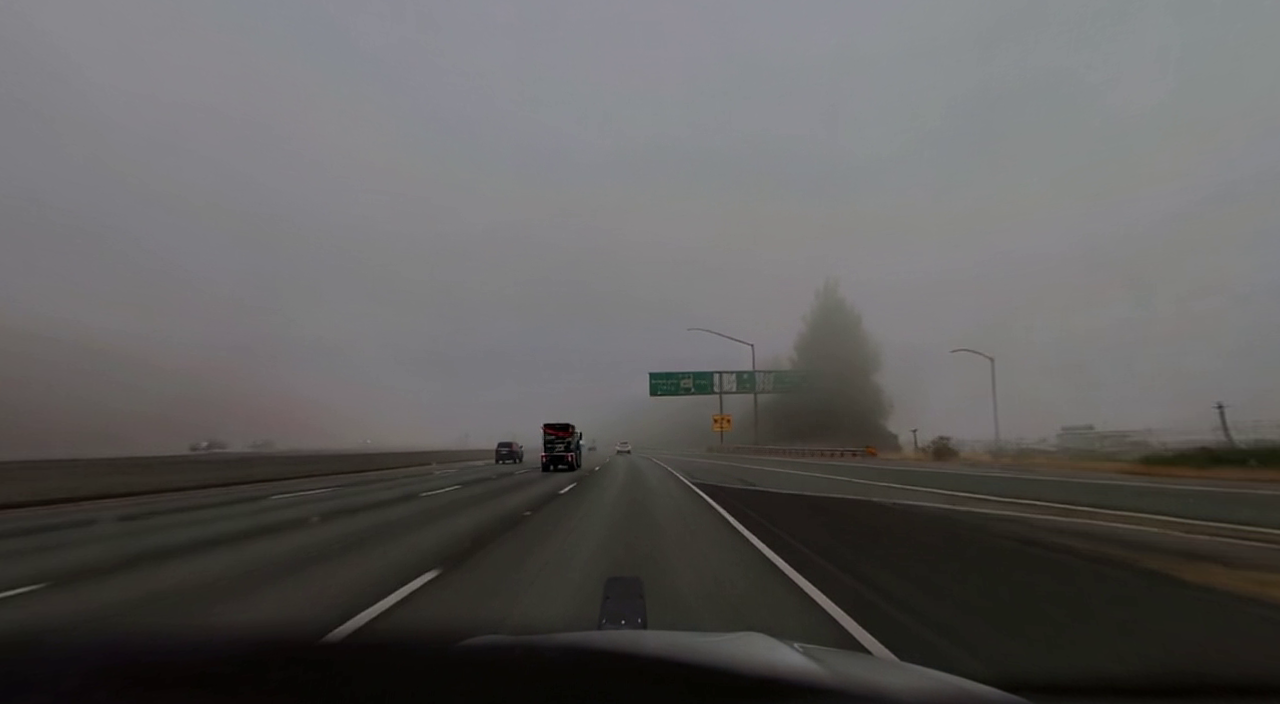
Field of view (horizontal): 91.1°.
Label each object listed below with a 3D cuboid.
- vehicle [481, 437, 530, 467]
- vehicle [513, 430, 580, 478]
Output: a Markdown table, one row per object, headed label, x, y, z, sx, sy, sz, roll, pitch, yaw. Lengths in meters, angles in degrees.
| label | x | y | z | sx | sy | sz | roll | pitch | yaw |
| --- | --- | --- | --- | --- | --- | --- | --- | --- | --- |
| vehicle | -8.256 | 6.183 | 39.085 | 2.078 | 1.729 | 4.722 | 0 | -9 | -1 |
| vehicle | -3.676 | 4.092 | 25.325 | 2.194 | 1.766 | 3.720 | 0 | -9 | -1 |
